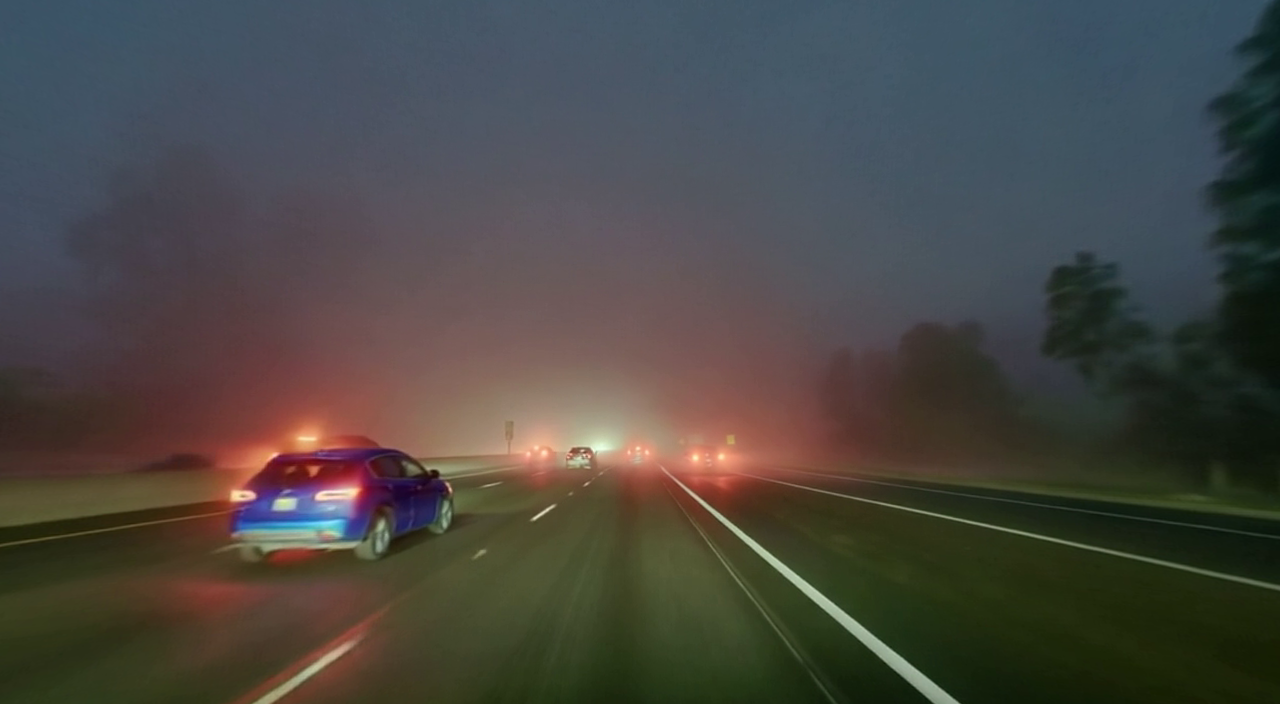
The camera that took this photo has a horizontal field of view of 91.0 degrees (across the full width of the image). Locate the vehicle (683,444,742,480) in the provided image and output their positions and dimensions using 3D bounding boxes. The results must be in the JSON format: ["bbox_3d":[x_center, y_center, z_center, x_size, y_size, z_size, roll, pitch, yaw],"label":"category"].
[{"bbox_3d":[3.259,5.047,29.220,2.141,1.507,4.510,0,-9,0],"label":"vehicle"}]

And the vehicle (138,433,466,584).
[{"bbox_3d":[-4.023,1.917,8.600,1.988,1.506,4.416,0,-9,0],"label":"vehicle"}]

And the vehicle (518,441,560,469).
[{"bbox_3d":[-6.923,7.095,43.602,2.111,1.811,4.391,0,-9,0],"label":"vehicle"}]

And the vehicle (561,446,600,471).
[{"bbox_3d":[-3.717,6.752,39.976,2.071,1.478,4.130,0,-9,1],"label":"vehicle"}]
